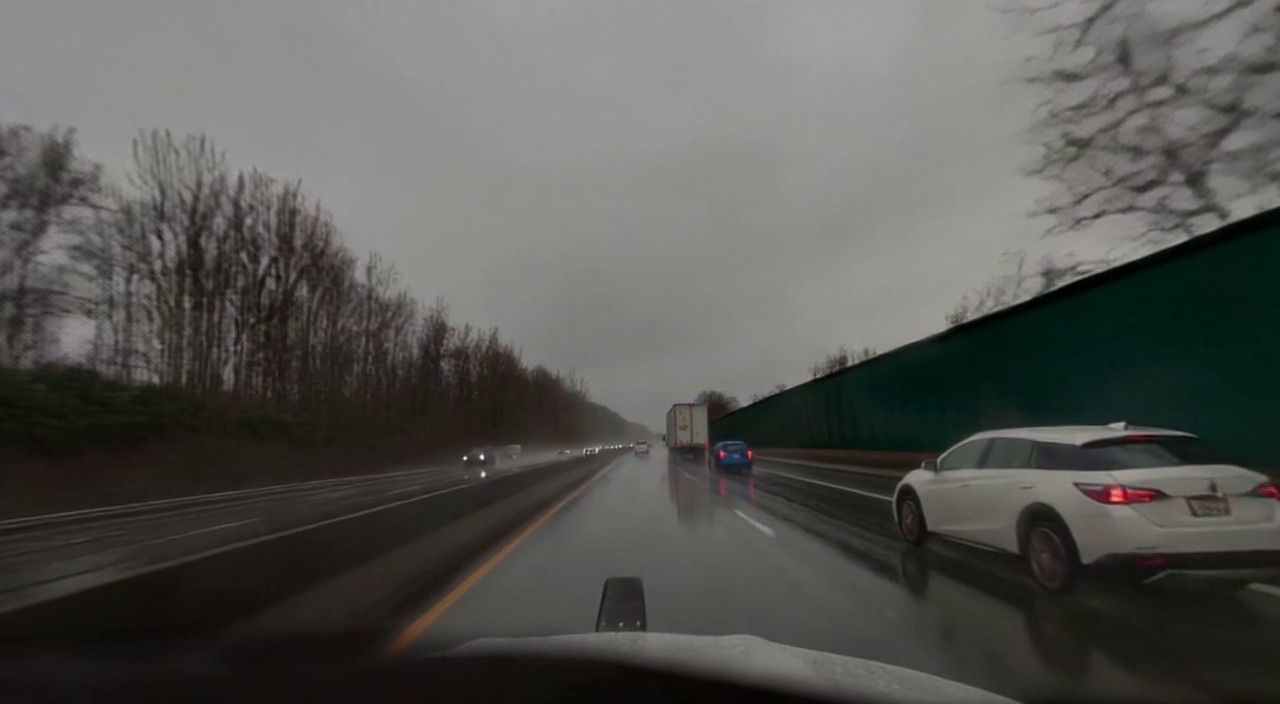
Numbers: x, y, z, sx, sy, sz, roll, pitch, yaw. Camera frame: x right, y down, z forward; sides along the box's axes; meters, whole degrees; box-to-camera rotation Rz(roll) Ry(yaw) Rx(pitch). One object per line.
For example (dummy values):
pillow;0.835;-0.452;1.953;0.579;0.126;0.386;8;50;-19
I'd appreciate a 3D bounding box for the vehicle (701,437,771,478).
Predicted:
vehicle;3.756;4.218;25.485;2.000;1.473;4.440;1;-8;-2

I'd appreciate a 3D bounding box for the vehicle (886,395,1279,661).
vehicle;4.110;1.318;5.767;1.940;1.539;4.005;1;-8;-2
